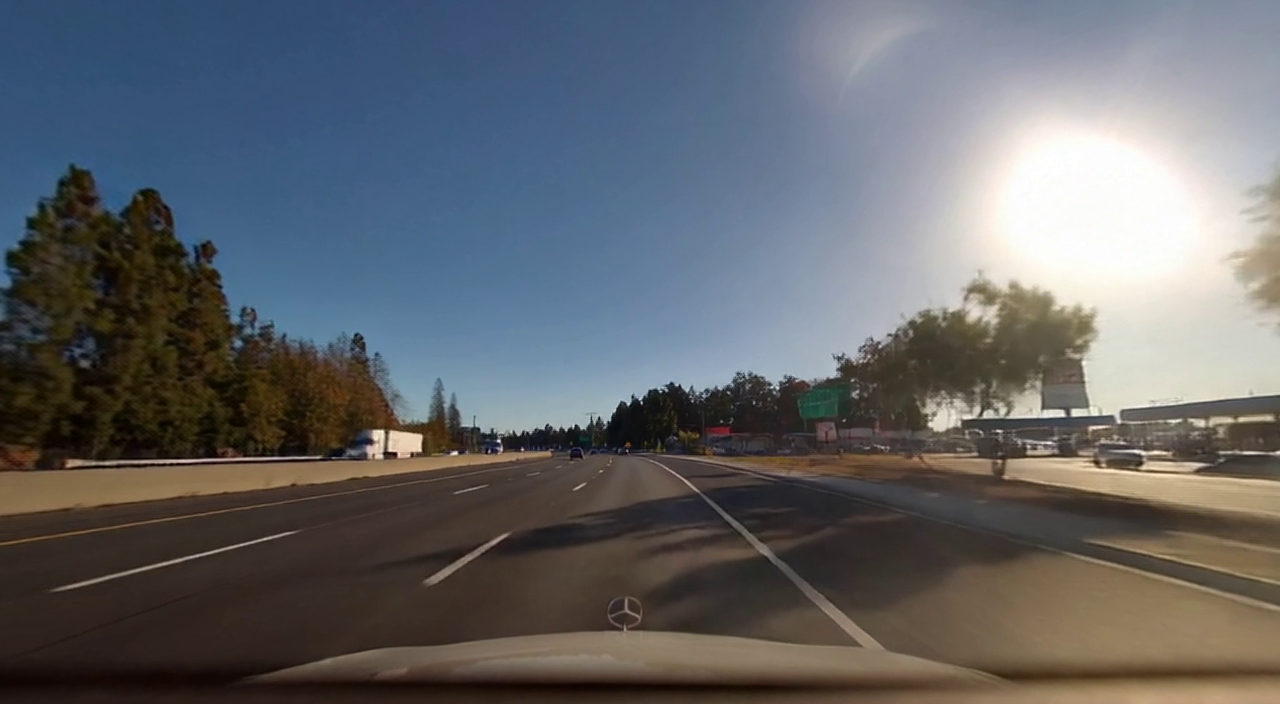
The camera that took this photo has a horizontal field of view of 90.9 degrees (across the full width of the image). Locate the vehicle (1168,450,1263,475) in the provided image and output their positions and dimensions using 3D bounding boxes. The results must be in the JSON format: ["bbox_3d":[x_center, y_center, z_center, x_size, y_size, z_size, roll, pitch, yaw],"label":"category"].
[{"bbox_3d":[42.745,8.201,46.958,4.689,1.732,2.075,-2,-8,12],"label":"vehicle"}]
